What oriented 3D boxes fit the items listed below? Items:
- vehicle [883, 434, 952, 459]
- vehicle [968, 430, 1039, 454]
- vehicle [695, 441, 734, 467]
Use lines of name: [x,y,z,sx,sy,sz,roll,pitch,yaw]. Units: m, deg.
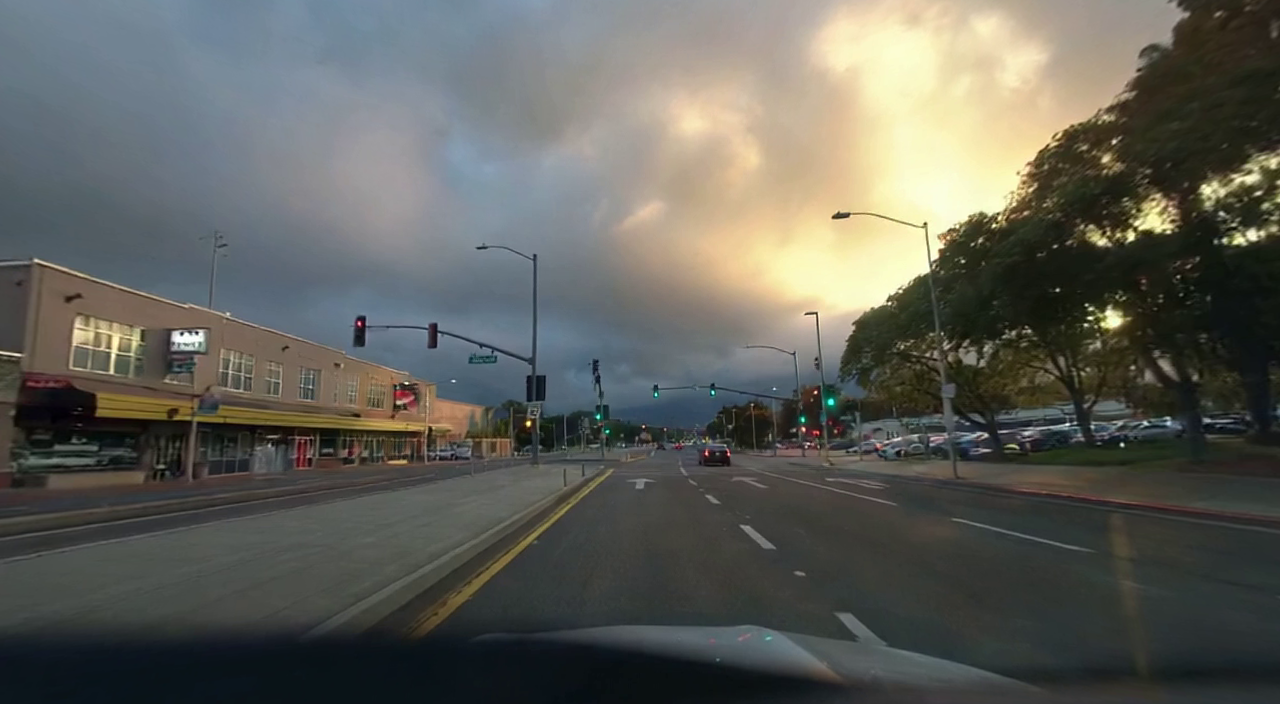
vehicle: [21.326,7.304,48.570,4.341,1.845,1.984,0,-8,0]
vehicle: [27.988,6.939,48.593,4.280,1.734,1.964,1,-8,-5]
vehicle: [4.574,6.308,39.281,2.038,1.528,4.259,0,-8,1]
